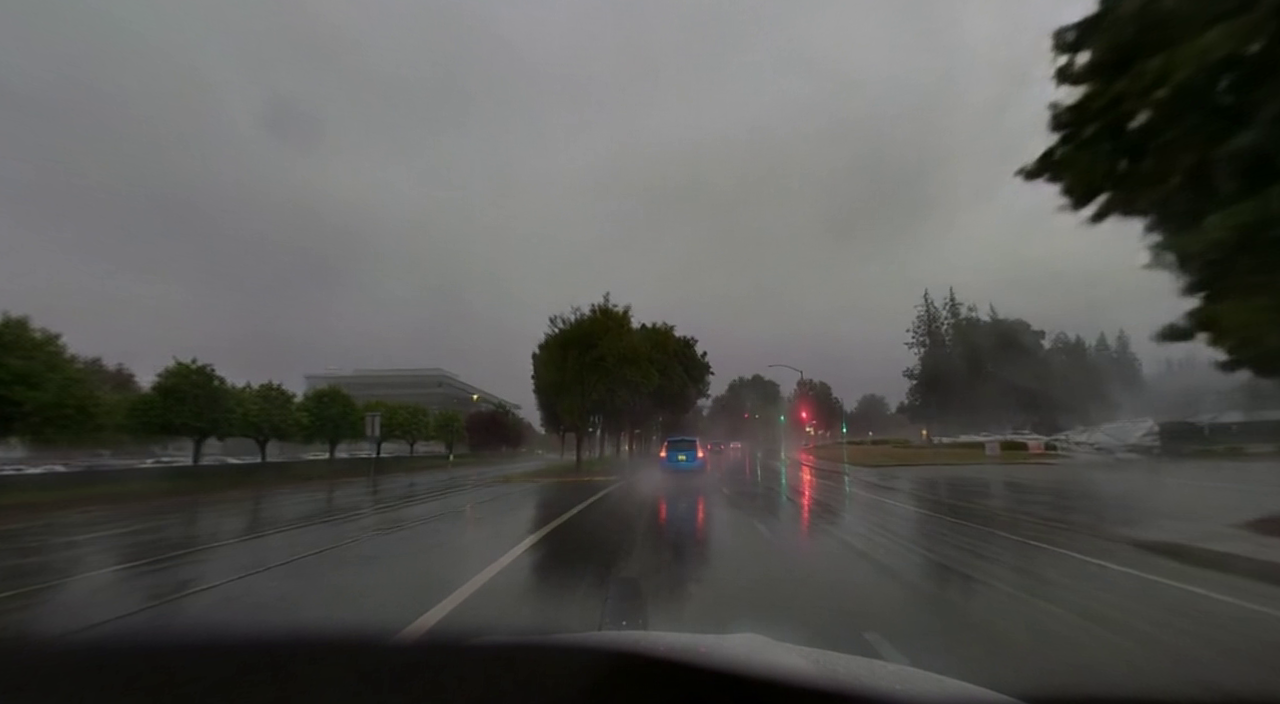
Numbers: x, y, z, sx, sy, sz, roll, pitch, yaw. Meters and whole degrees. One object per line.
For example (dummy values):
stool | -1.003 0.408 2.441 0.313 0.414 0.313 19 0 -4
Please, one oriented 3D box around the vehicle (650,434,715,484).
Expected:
vehicle | 1.468 3.603 21.522 2.010 1.535 3.735 -1 -8 5

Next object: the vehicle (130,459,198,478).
vehicle | -37.460 9.143 49.658 4.261 1.430 1.806 -2 -9 11
